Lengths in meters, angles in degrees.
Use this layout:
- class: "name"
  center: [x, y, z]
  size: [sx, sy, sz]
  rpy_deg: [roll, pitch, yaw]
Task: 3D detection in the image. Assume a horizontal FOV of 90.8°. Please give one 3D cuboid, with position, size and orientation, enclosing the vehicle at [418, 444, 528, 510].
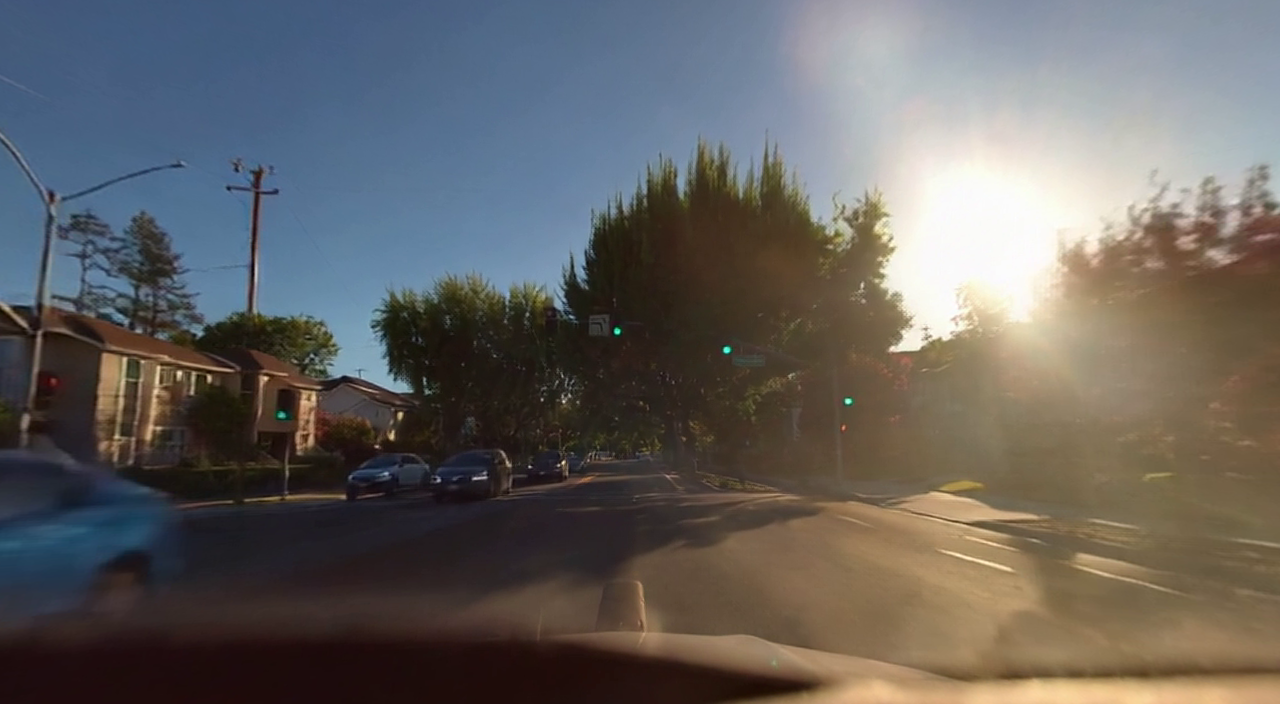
- class: "vehicle"
  center: [-4.603, 3.474, 18.104]
  size: [1.999, 1.652, 3.962]
  rpy_deg: [0, -8, 1]

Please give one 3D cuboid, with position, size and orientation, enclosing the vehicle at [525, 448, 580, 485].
- class: "vehicle"
  center: [-4.440, 5.876, 32.736]
  size: [2.095, 1.731, 4.462]
  rpy_deg: [0, -8, 1]

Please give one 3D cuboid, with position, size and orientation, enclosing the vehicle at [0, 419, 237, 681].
- class: "vehicle"
  center: [-4.615, 1.110, 3.492]
  size: [2.003, 1.462, 4.220]
  rpy_deg: [0, -8, -1]

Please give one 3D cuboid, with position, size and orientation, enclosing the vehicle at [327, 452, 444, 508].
- class: "vehicle"
  center: [-8.087, 4.064, 20.537]
  size: [1.994, 1.542, 4.184]
  rpy_deg: [0, -8, 1]
